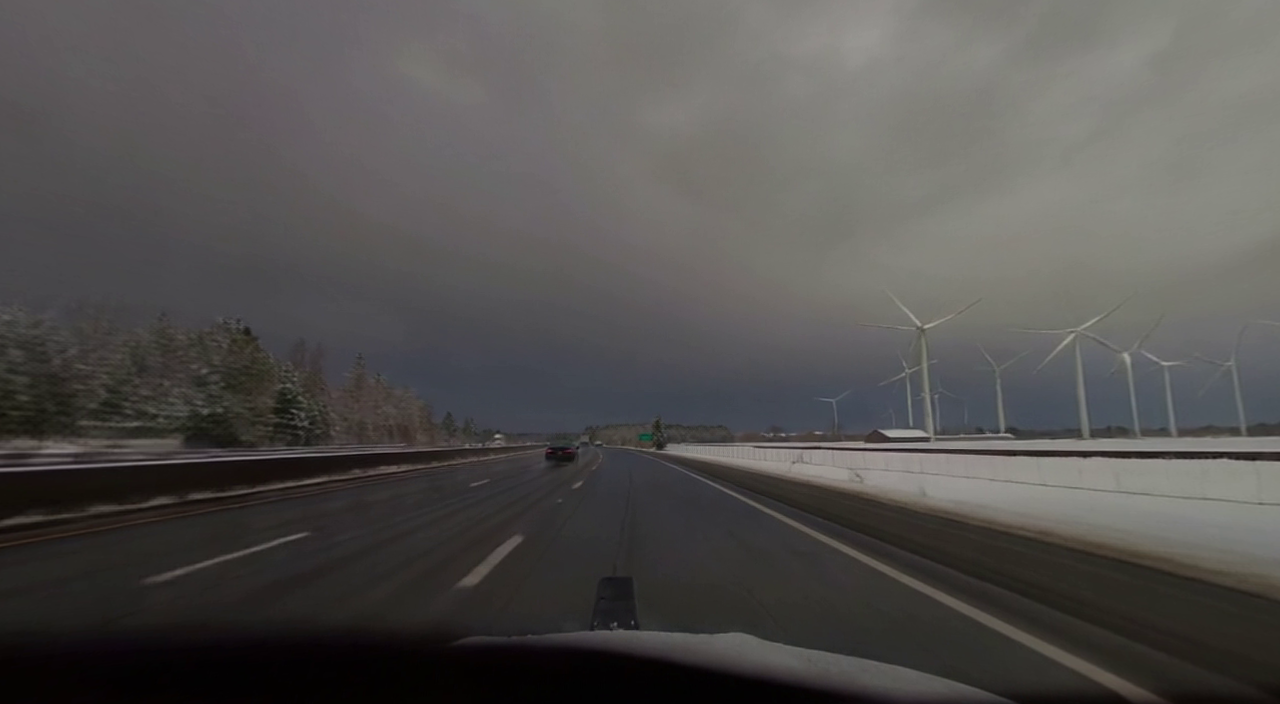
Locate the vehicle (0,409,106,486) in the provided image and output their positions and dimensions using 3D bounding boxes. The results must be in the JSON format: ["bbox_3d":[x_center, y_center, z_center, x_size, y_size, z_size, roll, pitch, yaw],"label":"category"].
[{"bbox_3d":[-15.369,2.205,14.485,2.223,1.682,4.489,0,-8,-1],"label":"vehicle"}]

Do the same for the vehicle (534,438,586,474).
[{"bbox_3d":[-3.767,4.952,30.293,2.053,1.549,4.097,0,-8,-2],"label":"vehicle"}]

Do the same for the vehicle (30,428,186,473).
[{"bbox_3d":[-19.203,3.567,23.076,1.788,1.453,4.611,0,-8,-2],"label":"vehicle"}]
